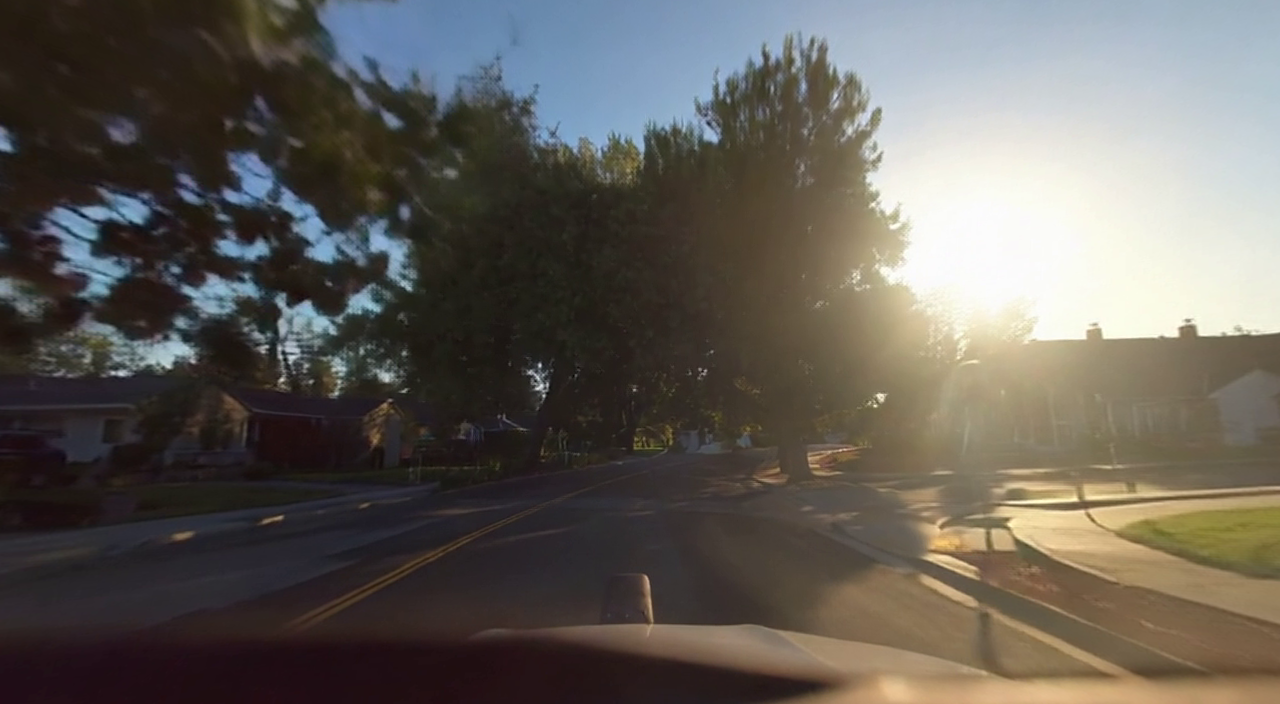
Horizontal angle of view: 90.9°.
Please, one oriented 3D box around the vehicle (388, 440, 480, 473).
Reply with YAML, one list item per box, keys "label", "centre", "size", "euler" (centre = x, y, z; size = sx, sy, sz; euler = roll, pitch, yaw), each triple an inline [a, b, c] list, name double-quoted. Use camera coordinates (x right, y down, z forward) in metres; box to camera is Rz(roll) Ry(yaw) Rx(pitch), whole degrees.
- label: "vehicle"
  centre: [-11.008, 5.625, 34.036]
  size: [4.485, 1.663, 2.111]
  euler: [2, -9, -14]
